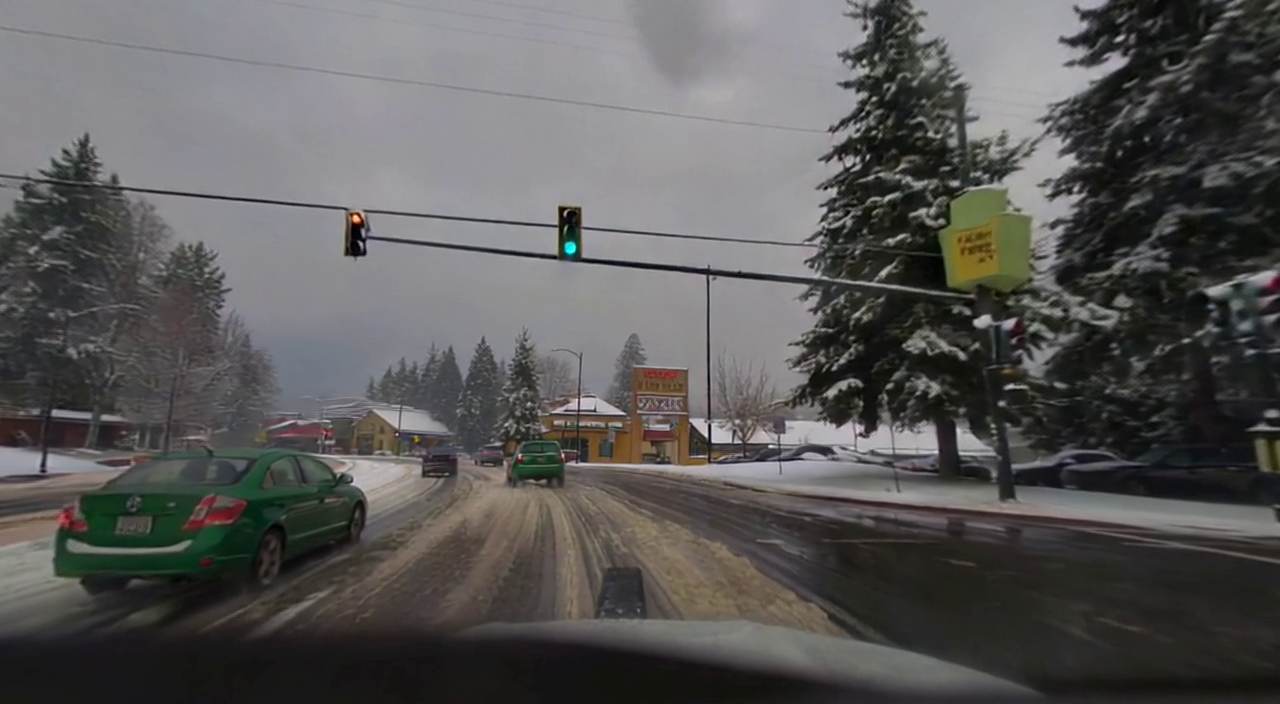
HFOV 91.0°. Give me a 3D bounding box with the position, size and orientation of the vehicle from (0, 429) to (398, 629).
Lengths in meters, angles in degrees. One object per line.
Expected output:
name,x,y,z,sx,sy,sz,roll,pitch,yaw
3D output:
vehicle,-4.659,1.700,7.210,2.105,1.477,4.857,1,-9,-4

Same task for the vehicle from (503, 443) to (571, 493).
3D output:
vehicle,-3.597,3.857,21.388,2.001,1.483,4.442,2,-9,-12

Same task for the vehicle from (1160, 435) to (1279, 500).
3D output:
vehicle,19.007,3.446,18.977,1.865,1.827,5.352,1,-9,-2

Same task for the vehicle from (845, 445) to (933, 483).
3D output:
vehicle,10.298,4.644,26.341,1.762,1.453,3.976,1,-9,-5

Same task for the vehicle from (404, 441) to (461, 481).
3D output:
vehicle,-8.907,4.678,27.346,2.042,1.593,3.956,3,-9,-15

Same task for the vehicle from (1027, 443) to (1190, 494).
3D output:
vehicle,16.062,3.973,21.966,1.921,1.560,4.676,1,-9,-3

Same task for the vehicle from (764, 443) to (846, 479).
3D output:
vehicle,7.350,4.906,28.610,1.919,1.489,4.889,1,-9,-6

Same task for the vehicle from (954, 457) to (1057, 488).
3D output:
vehicle,16.949,5.576,29.256,3.800,1.369,1.759,2,-9,-8
